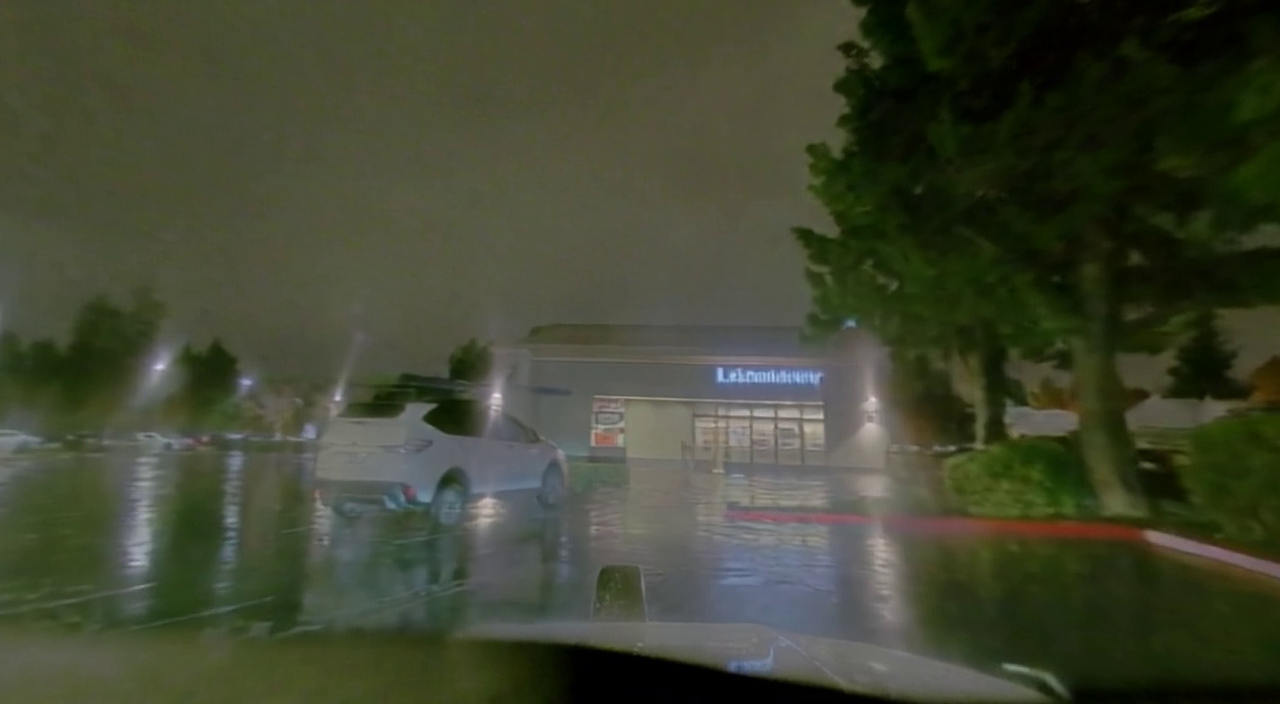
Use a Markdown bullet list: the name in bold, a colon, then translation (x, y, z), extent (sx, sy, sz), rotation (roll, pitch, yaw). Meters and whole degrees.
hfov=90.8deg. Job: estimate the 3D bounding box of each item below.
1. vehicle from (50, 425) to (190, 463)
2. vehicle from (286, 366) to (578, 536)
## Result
- **vehicle**: translation (-21.641, 3.867, 26.513), extent (1.760, 1.449, 4.106), rotation (-3, -9, 18)
- **vehicle**: translation (-3.199, 1.726, 11.310), extent (2.200, 2.257, 5.237), rotation (-3, -9, 18)
